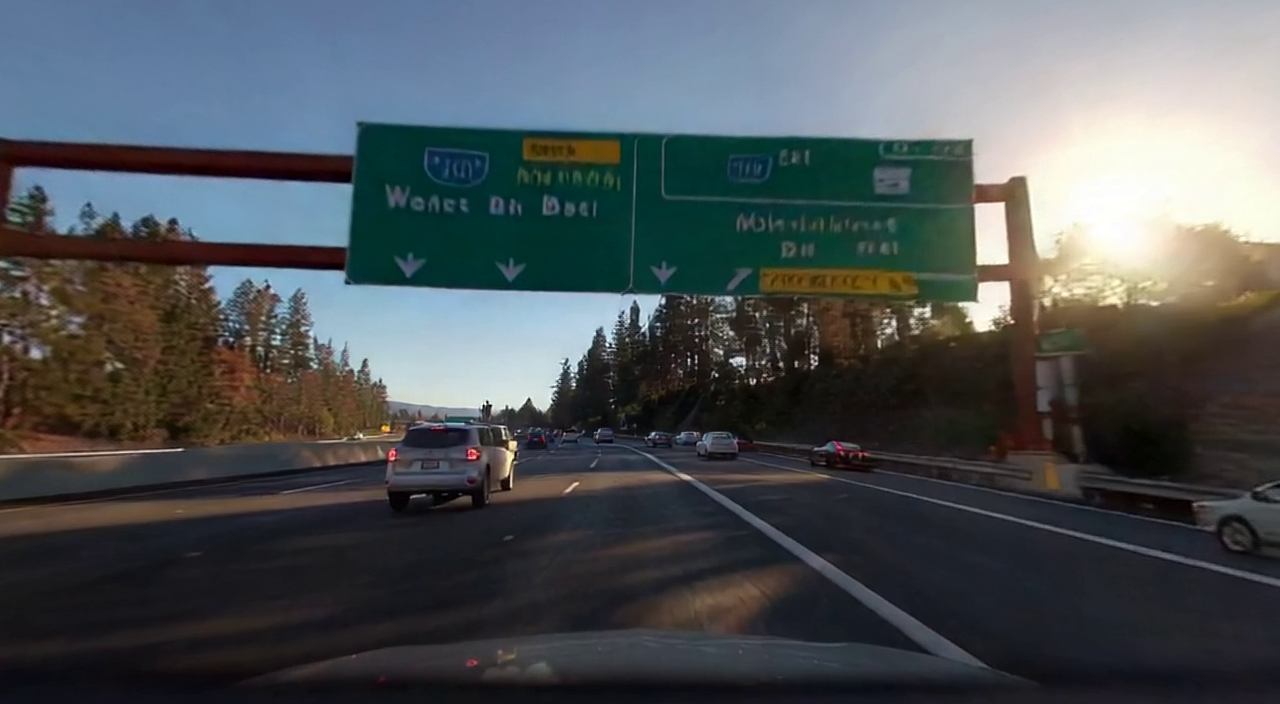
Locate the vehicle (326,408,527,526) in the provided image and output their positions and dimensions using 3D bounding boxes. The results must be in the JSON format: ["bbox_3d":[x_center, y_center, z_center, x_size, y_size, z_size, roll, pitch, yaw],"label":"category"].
[{"bbox_3d":[-3.708,2.120,12.120,2.142,1.789,5.009,0,-8,0],"label":"vehicle"}]

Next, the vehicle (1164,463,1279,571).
[{"bbox_3d":[13.391,3.145,11.652,2.179,1.976,5.545,1,-8,-5],"label":"vehicle"}]
